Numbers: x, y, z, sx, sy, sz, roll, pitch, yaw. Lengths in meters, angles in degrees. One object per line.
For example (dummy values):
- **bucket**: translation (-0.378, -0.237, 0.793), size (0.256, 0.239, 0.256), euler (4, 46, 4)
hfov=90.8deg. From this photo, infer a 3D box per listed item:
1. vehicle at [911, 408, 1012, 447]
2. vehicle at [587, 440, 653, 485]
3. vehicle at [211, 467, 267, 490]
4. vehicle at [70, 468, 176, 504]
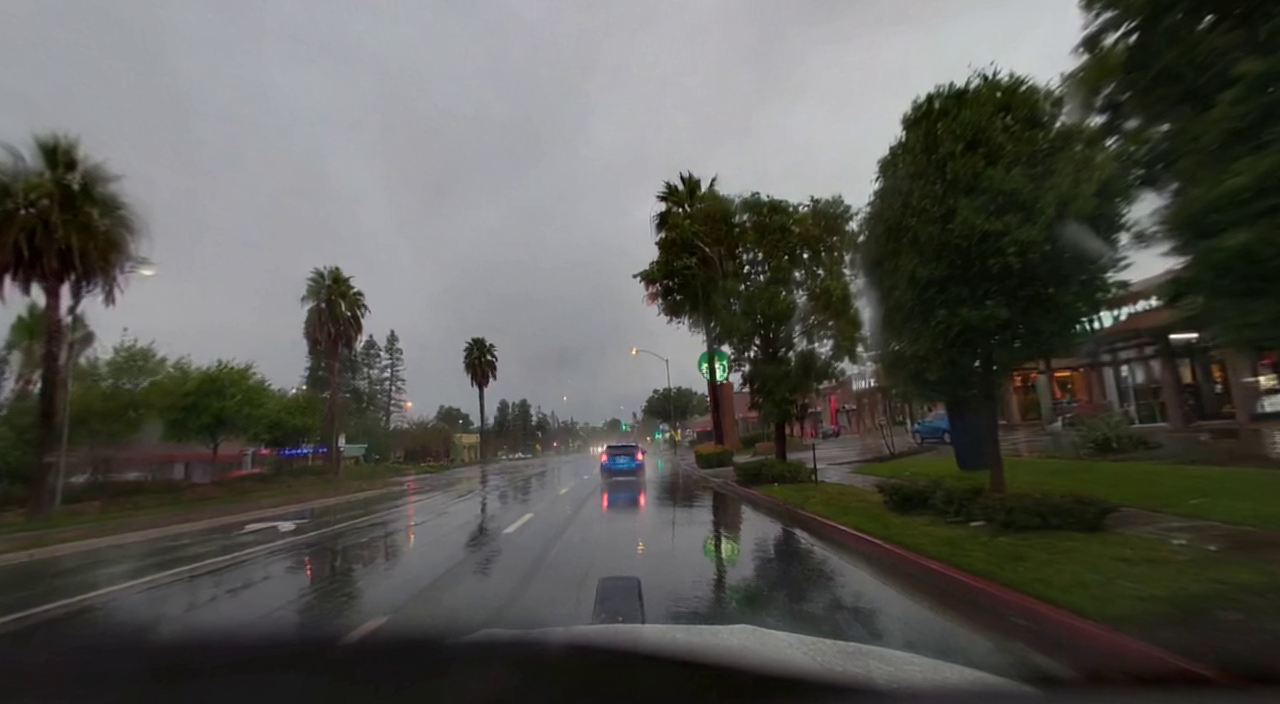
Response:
- **vehicle**: translation (13.346, 3.233, 26.542), size (1.827, 1.497, 4.468), euler (0, -8, -1)
- **vehicle**: translation (-0.688, 3.959, 23.009), size (2.156, 1.462, 4.495), euler (0, -8, -1)
- **vehicle**: translation (-30.632, 9.620, 48.380), size (1.791, 1.511, 4.030), euler (0, -8, -4)
- **vehicle**: translation (-30.247, 7.822, 37.206), size (2.092, 1.719, 4.868), euler (0, -8, 0)
